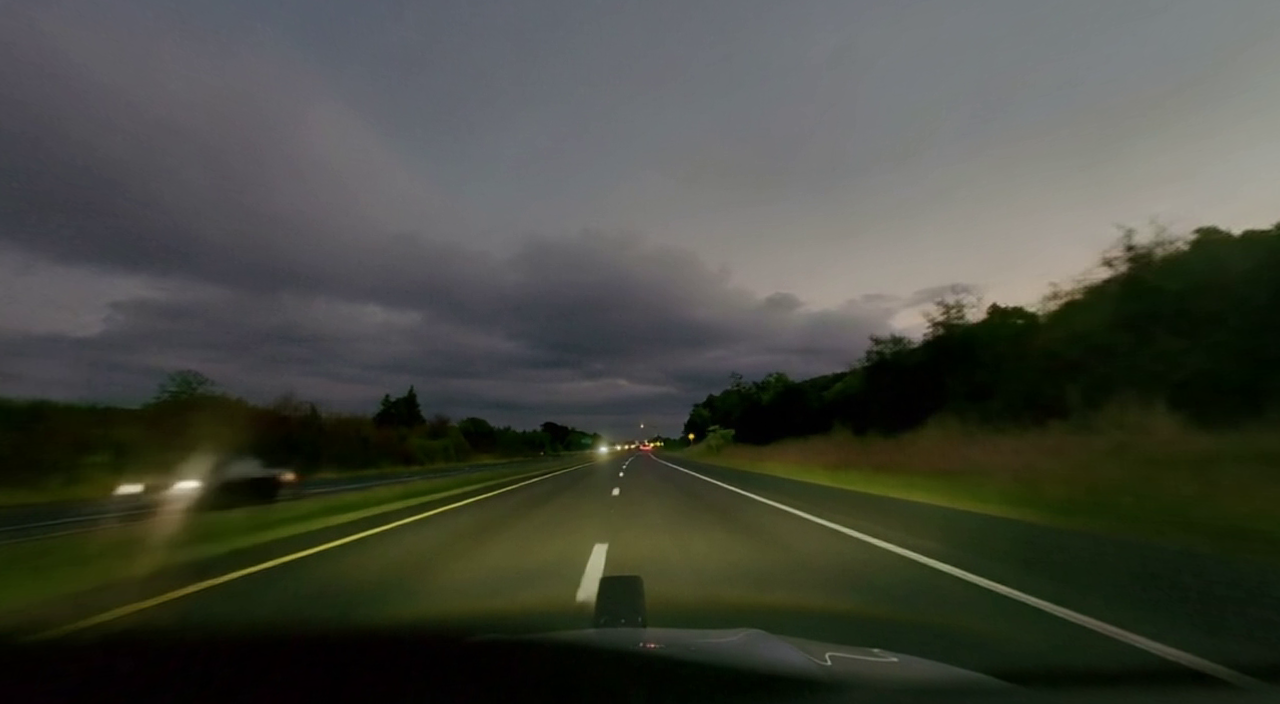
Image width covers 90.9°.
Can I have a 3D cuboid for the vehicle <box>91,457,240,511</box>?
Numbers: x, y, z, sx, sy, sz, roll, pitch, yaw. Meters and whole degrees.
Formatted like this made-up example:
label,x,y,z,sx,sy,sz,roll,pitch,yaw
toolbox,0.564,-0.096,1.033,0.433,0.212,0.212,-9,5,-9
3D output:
label,x,y,z,sx,sy,sz,roll,pitch,yaw
vehicle,-15.378,4.243,20.743,1.779,1.537,4.036,0,-9,-1
